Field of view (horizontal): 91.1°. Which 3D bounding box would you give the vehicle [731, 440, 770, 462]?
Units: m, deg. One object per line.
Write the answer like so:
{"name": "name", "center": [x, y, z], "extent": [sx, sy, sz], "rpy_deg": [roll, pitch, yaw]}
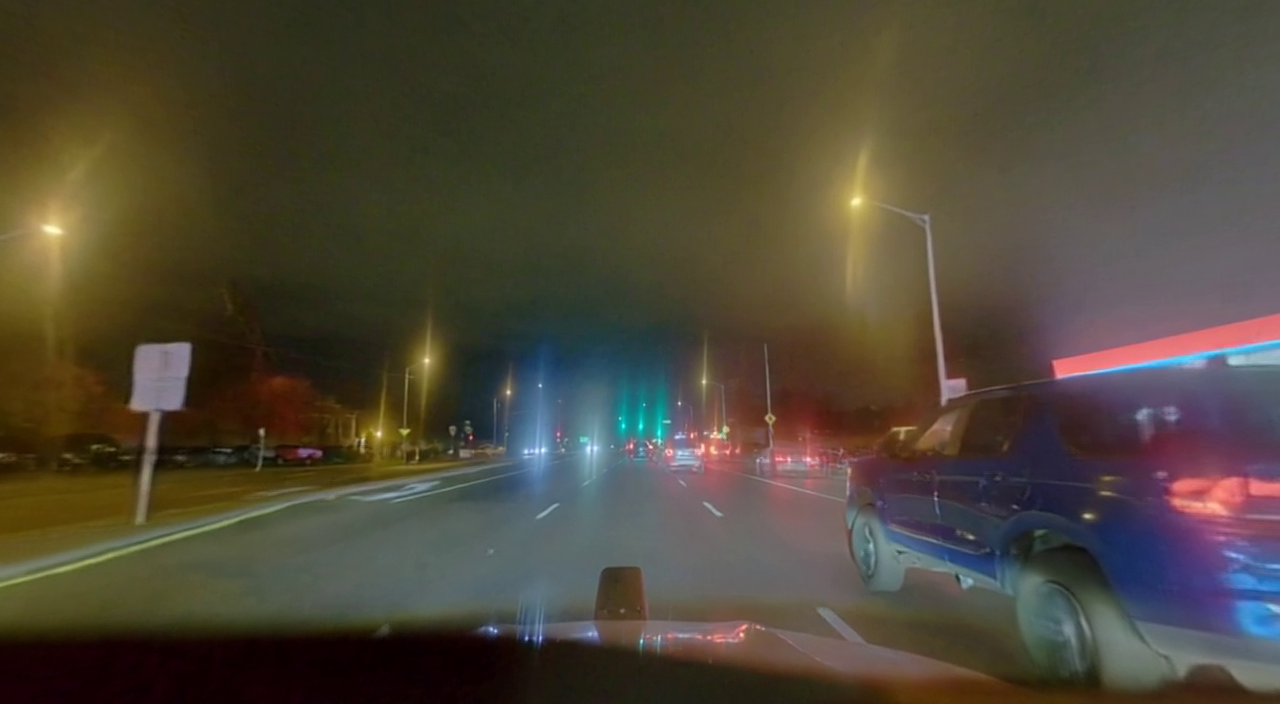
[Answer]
{"name": "vehicle", "center": [7.824, 7.051, 44.933], "extent": [1.895, 1.437, 4.890], "rpy_deg": [0, -8, 0]}

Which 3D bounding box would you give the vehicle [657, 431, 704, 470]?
{"name": "vehicle", "center": [2.055, 5.220, 33.374], "extent": [2.317, 1.857, 5.150], "rpy_deg": [0, -8, 1]}

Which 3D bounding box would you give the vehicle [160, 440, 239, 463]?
{"name": "vehicle", "center": [-30.091, 6.819, 43.078], "extent": [1.949, 1.466, 4.654], "rpy_deg": [0, -8, 1]}

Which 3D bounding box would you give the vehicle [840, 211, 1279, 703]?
{"name": "vehicle", "center": [3.066, 0.840, 3.688], "extent": [2.246, 1.963, 4.777], "rpy_deg": [0, -8, 1]}

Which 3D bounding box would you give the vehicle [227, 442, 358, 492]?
{"name": "vehicle", "center": [-11.330, 3.759, 20.912], "extent": [1.942, 1.473, 4.506], "rpy_deg": [1, -8, -2]}

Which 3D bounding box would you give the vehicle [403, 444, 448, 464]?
{"name": "vehicle", "center": [-17.006, 8.121, 49.950], "extent": [1.962, 1.496, 4.431], "rpy_deg": [0, -8, 1]}

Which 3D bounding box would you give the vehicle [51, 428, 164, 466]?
{"name": "vehicle", "center": [-30.731, 5.565, 36.509], "extent": [2.042, 1.901, 5.209], "rpy_deg": [-3, -10, -1]}

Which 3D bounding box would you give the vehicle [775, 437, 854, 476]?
{"name": "vehicle", "center": [7.417, 4.495, 27.203], "extent": [2.055, 1.508, 4.782], "rpy_deg": [0, -8, 0]}
